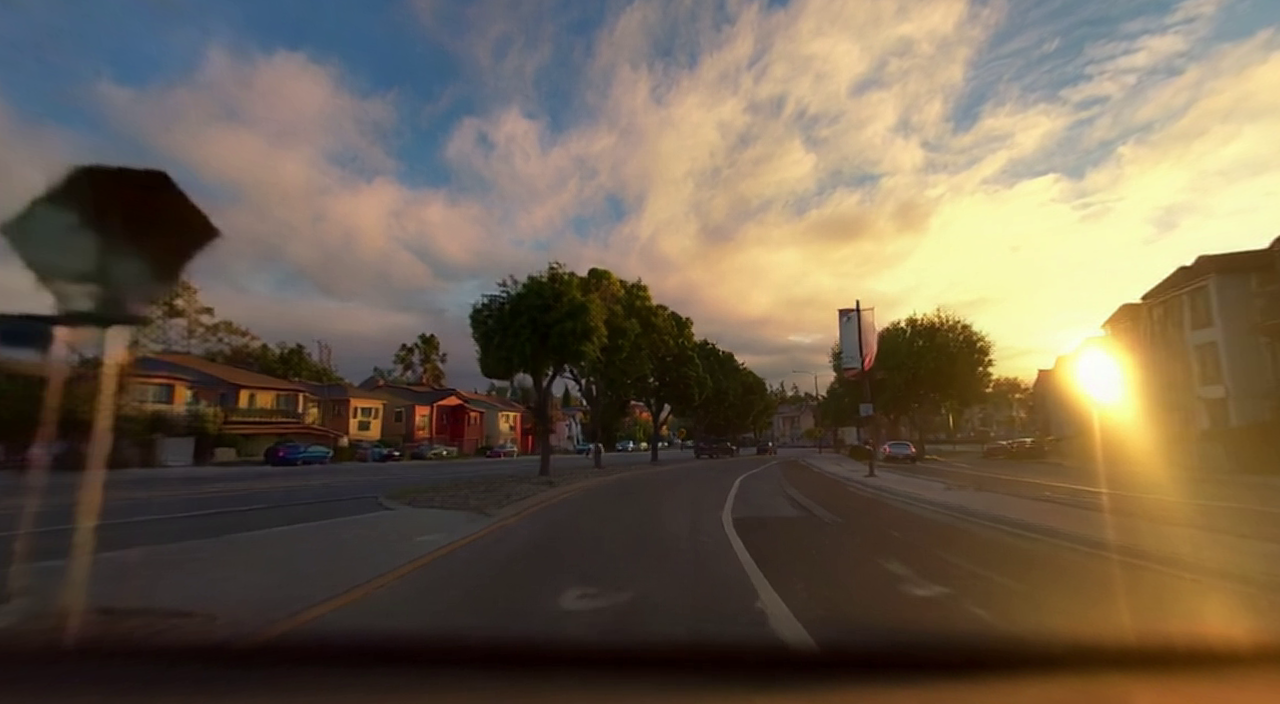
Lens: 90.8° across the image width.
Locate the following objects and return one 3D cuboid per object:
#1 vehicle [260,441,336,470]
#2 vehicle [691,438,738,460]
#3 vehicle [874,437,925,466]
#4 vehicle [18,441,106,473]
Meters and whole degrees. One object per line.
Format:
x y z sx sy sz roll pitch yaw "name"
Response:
-24.561 7.520 45.603 1.958 1.708 4.611 -7 -15 18 "vehicle"
5.356 6.846 44.591 2.081 1.489 4.863 -4 -9 21 "vehicle"
16.459 6.383 40.308 1.988 1.487 4.479 -3 -13 10 "vehicle"
-33.819 6.127 36.964 4.418 1.746 1.925 -4 -9 22 "vehicle"
